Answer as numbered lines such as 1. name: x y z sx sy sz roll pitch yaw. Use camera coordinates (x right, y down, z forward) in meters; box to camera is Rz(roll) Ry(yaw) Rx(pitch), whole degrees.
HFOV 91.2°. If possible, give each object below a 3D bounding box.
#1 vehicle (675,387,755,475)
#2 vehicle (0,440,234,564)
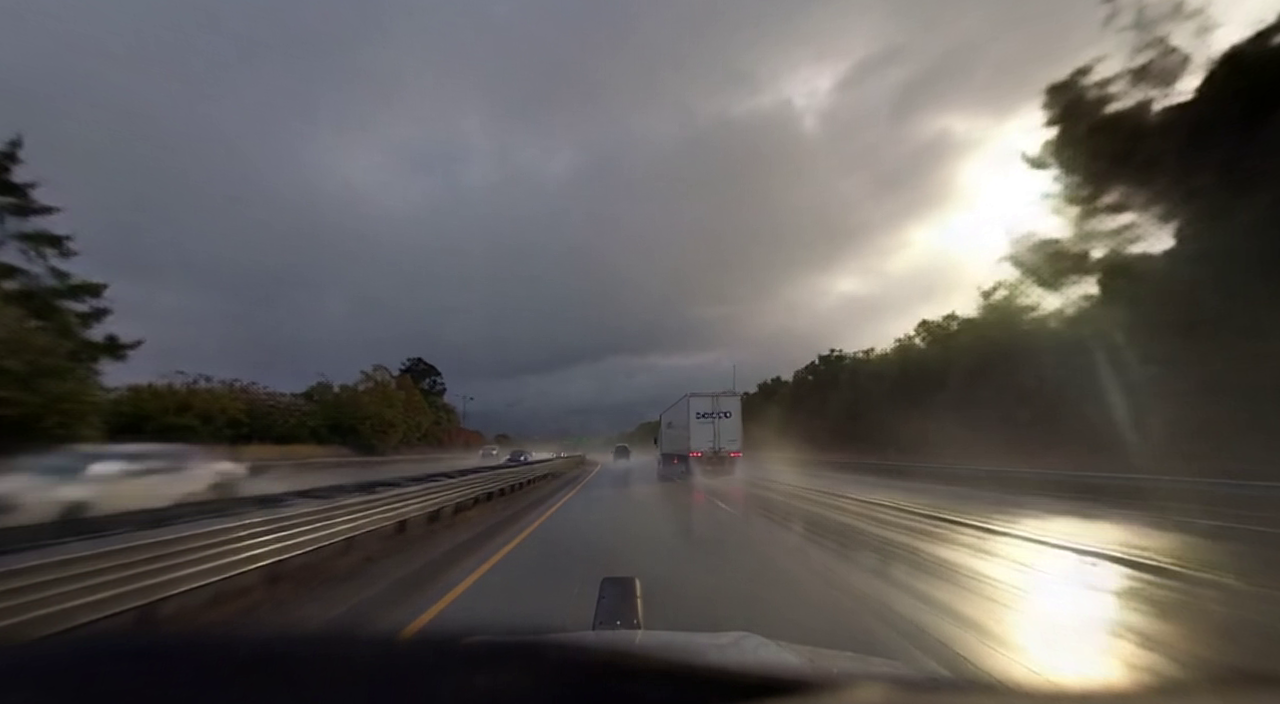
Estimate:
1. vehicle: 3.602 4.192 32.633 2.892 3.928 8.380 0 -9 -1
2. vehicle: -9.066 2.222 10.066 1.957 1.538 4.733 0 -9 -1
